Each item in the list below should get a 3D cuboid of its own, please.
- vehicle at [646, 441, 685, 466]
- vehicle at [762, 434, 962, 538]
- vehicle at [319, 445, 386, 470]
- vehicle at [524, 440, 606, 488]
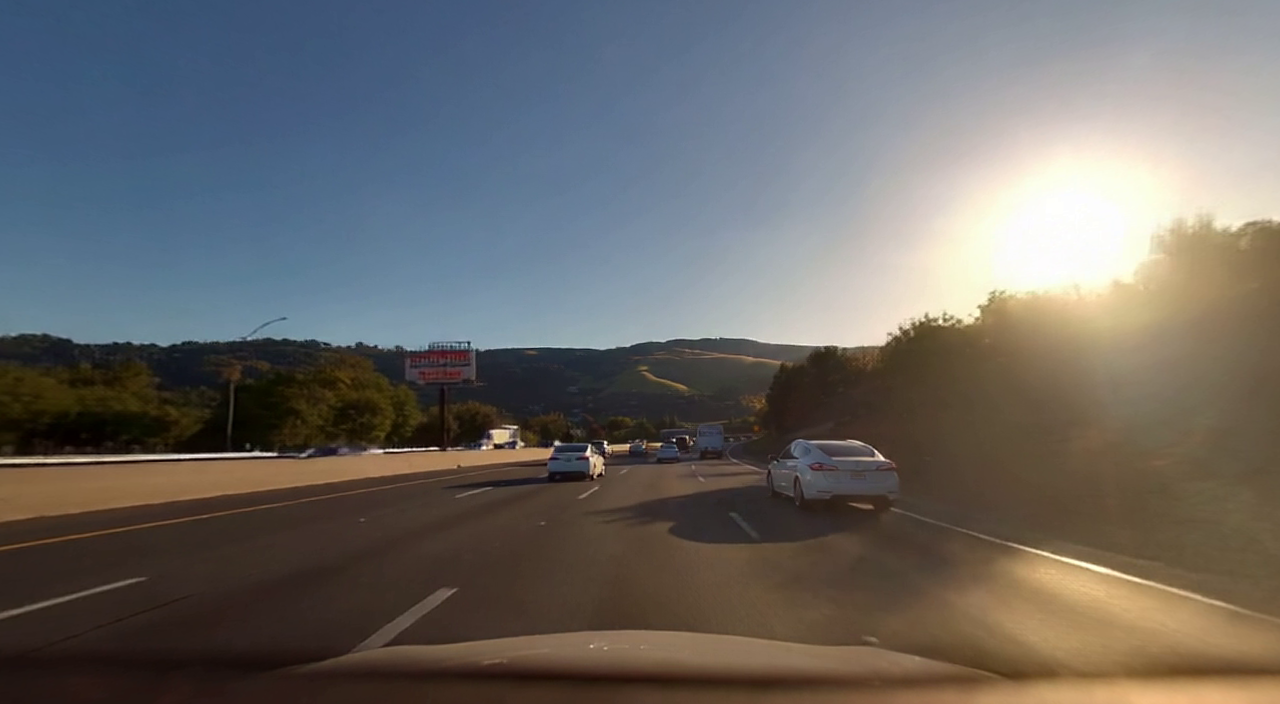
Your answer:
[{"bbox_3d":[1.586,6.184,38.526,2.202,1.467,3.929,-1,-8,3],"label":"vehicle"},{"bbox_3d":[3.613,2.251,11.266,2.013,1.464,4.317,0,-8,0],"label":"vehicle"},{"bbox_3d":[-18.858,6.923,41.639,1.974,1.513,4.705,-1,-8,4],"label":"vehicle"},{"bbox_3d":[-2.491,3.896,22.292,2.031,1.491,4.792,-1,-8,3],"label":"vehicle"}]
